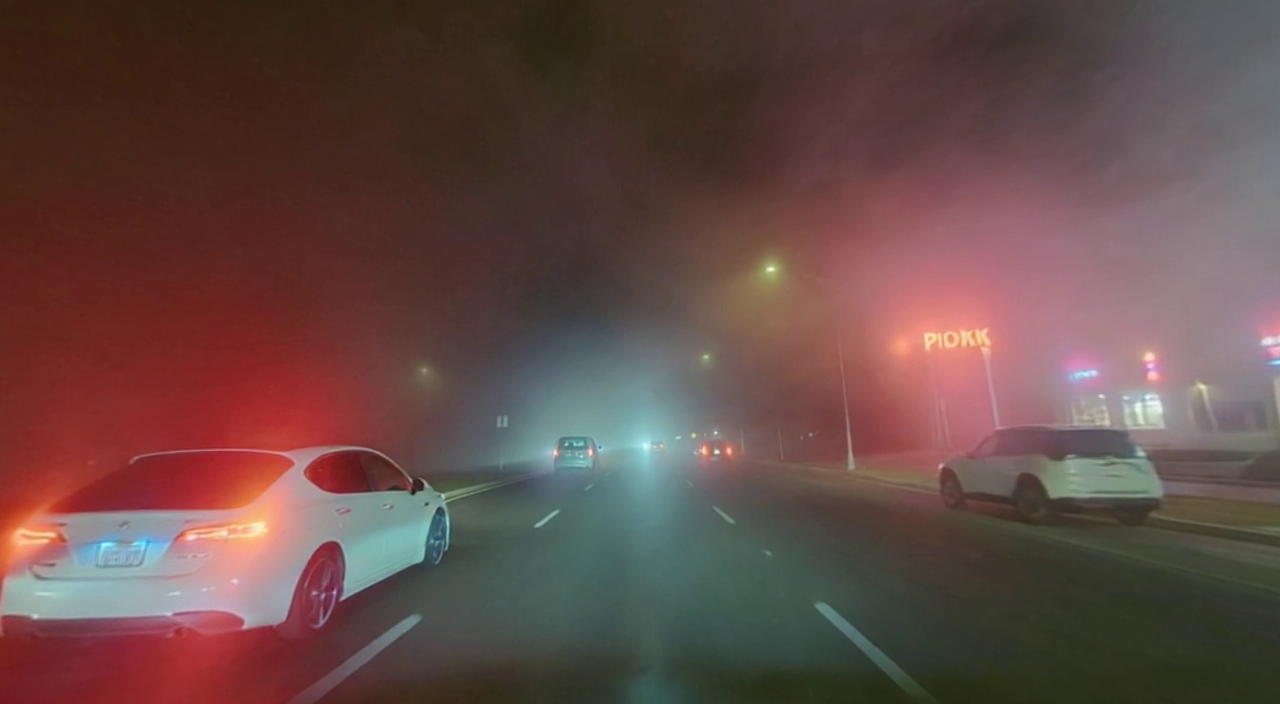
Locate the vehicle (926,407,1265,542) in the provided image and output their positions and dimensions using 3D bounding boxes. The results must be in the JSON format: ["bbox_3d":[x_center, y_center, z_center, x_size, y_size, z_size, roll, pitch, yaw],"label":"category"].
[{"bbox_3d":[7.239,2.011,10.973,2.198,1.788,4.941,0,-8,0],"label":"vehicle"}]

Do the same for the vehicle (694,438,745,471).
[{"bbox_3d":[3.886,5.087,31.476,1.904,1.490,4.299,0,-8,0],"label":"vehicle"}]

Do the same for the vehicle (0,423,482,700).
[{"bbox_3d":[-3.131,1.486,5.849,1.956,1.460,4.802,-1,-8,2],"label":"vehicle"}]

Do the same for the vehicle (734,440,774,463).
[{"bbox_3d":[7.804,6.831,43.504,1.942,1.481,4.447,0,-9,0],"label":"vehicle"}]

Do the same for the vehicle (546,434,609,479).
[{"bbox_3d":[-2.638,4.570,27.853,2.193,1.788,4.603,-1,-8,1],"label":"vehicle"}]
